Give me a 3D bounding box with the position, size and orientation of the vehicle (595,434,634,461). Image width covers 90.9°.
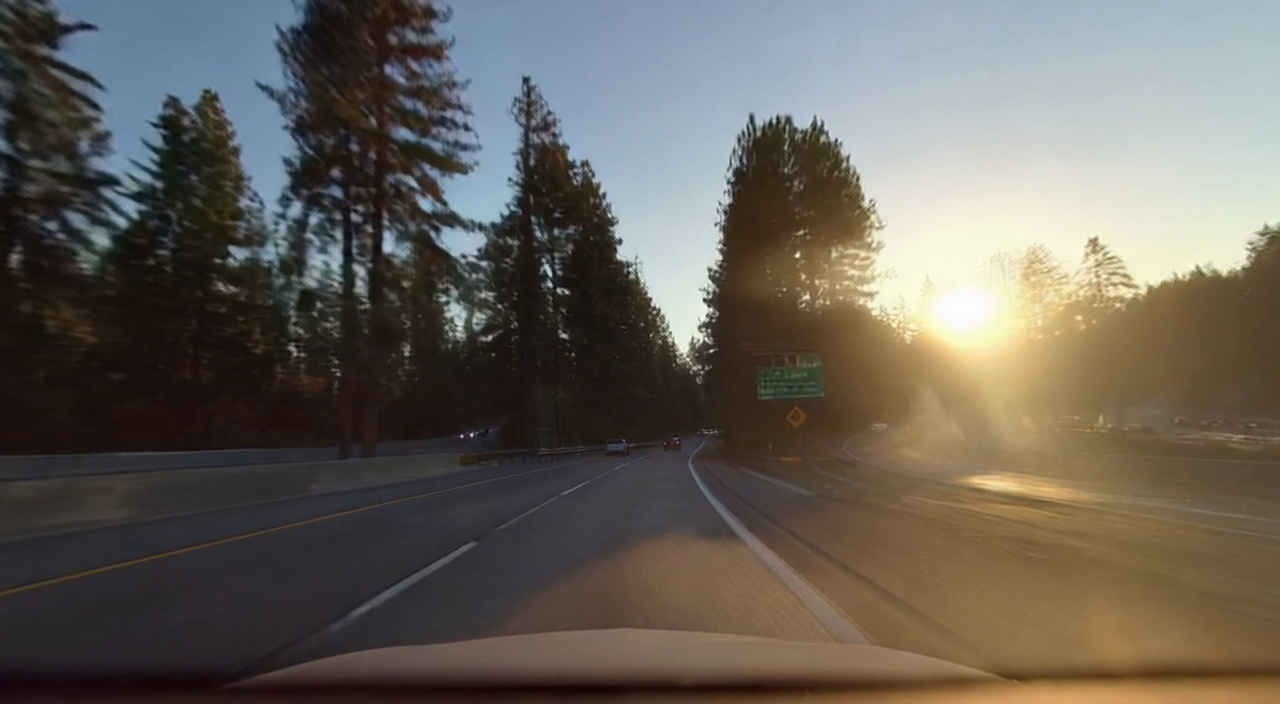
[{"bbox_3d":[-1.729,6.653,43.868,2.129,1.742,4.217,-1,-8,5],"label":"vehicle"}]
